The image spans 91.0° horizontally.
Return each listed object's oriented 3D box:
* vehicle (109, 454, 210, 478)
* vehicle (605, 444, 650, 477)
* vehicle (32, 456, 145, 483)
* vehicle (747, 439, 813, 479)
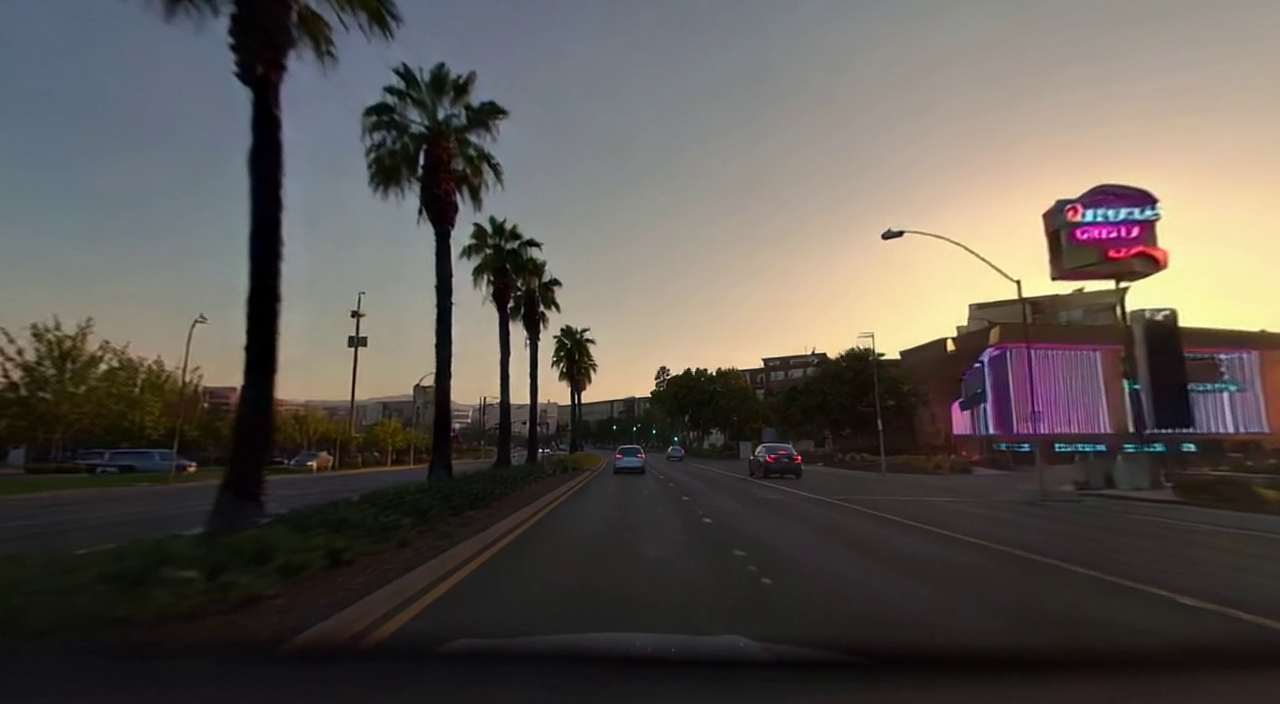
[{"bbox_3d":[-31.170,7.396,40.917,4.767,1.489,2.051,0,-8,-3],"label":"vehicle"},{"bbox_3d":[-0.573,4.984,29.190,1.970,1.402,3.756,0,-8,-1],"label":"vehicle"},{"bbox_3d":[-31.324,6.662,35.847,4.452,1.470,2.016,0,-8,-1],"label":"vehicle"},{"bbox_3d":[6.149,4.733,28.087,1.949,1.647,3.894,0,-8,-2],"label":"vehicle"}]
